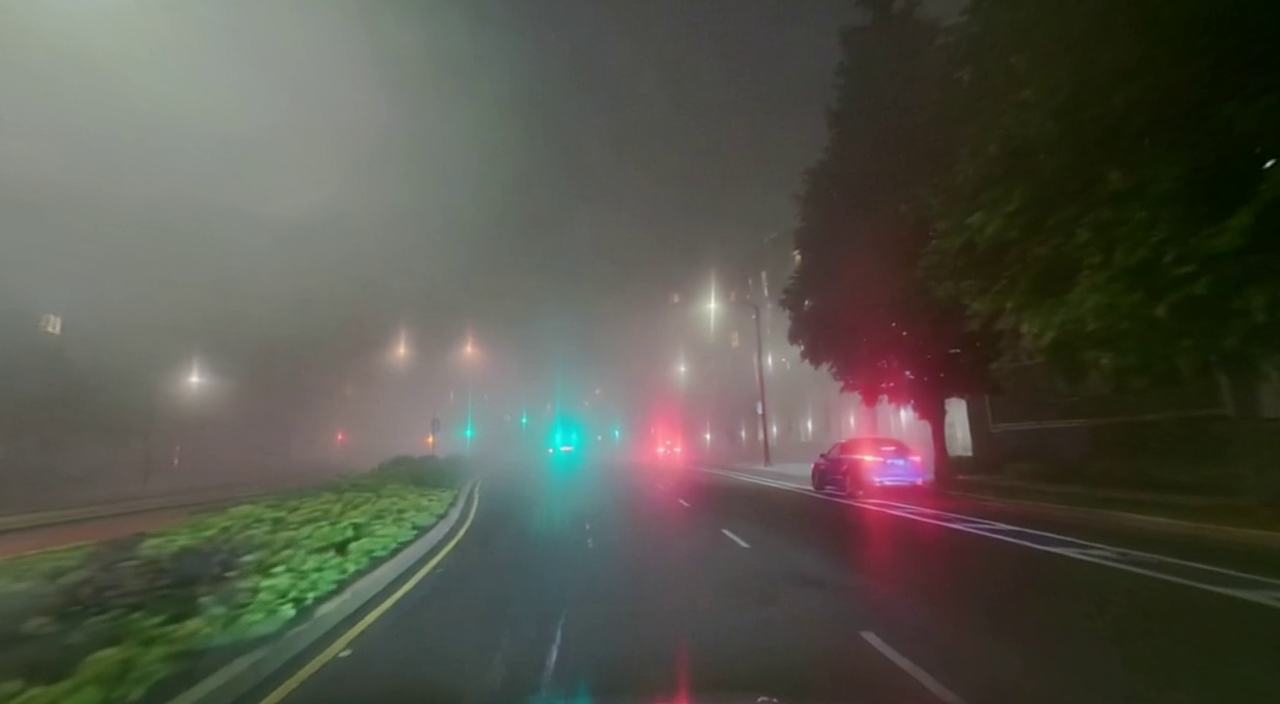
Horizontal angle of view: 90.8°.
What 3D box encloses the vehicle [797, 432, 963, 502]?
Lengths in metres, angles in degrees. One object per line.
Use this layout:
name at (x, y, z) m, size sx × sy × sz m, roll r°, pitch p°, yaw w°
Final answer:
vehicle at (5.816, 2.831, 16.203) m, size 1.984 × 1.479 × 5.102 m, roll 1°, pitch -8°, yaw -4°
